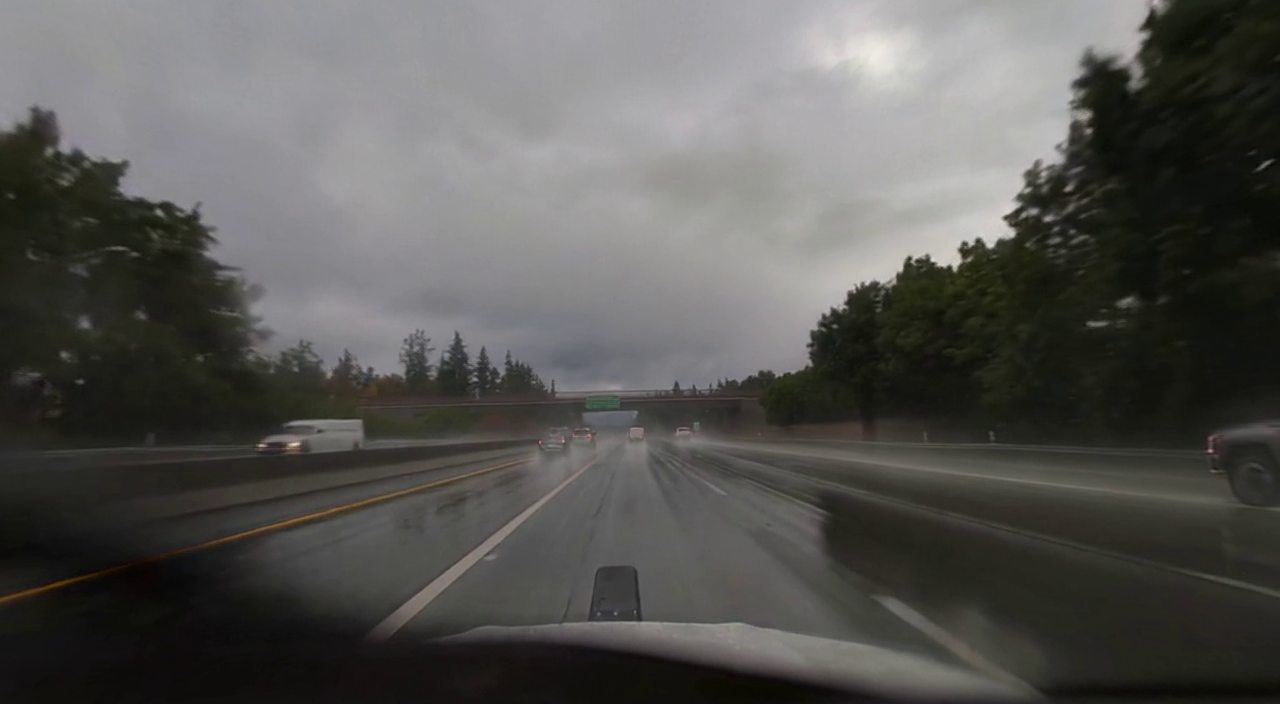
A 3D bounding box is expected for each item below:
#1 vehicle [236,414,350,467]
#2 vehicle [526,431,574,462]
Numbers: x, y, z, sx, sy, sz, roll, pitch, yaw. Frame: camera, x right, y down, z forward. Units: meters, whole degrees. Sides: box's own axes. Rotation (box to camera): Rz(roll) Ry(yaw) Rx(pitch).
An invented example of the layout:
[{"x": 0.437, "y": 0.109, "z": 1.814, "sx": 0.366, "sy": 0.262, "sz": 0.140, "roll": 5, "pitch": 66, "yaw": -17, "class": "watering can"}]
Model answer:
[{"x": -17.717, "y": 4.588, "z": 32.675, "sx": 2.531, "sy": 2.469, "sz": 6.080, "roll": 0, "pitch": -8, "yaw": -1, "class": "vehicle"}, {"x": -4.495, "y": 4.804, "z": 32.146, "sx": 1.933, "sy": 1.473, "sz": 4.023, "roll": 0, "pitch": -8, "yaw": -1, "class": "vehicle"}]
